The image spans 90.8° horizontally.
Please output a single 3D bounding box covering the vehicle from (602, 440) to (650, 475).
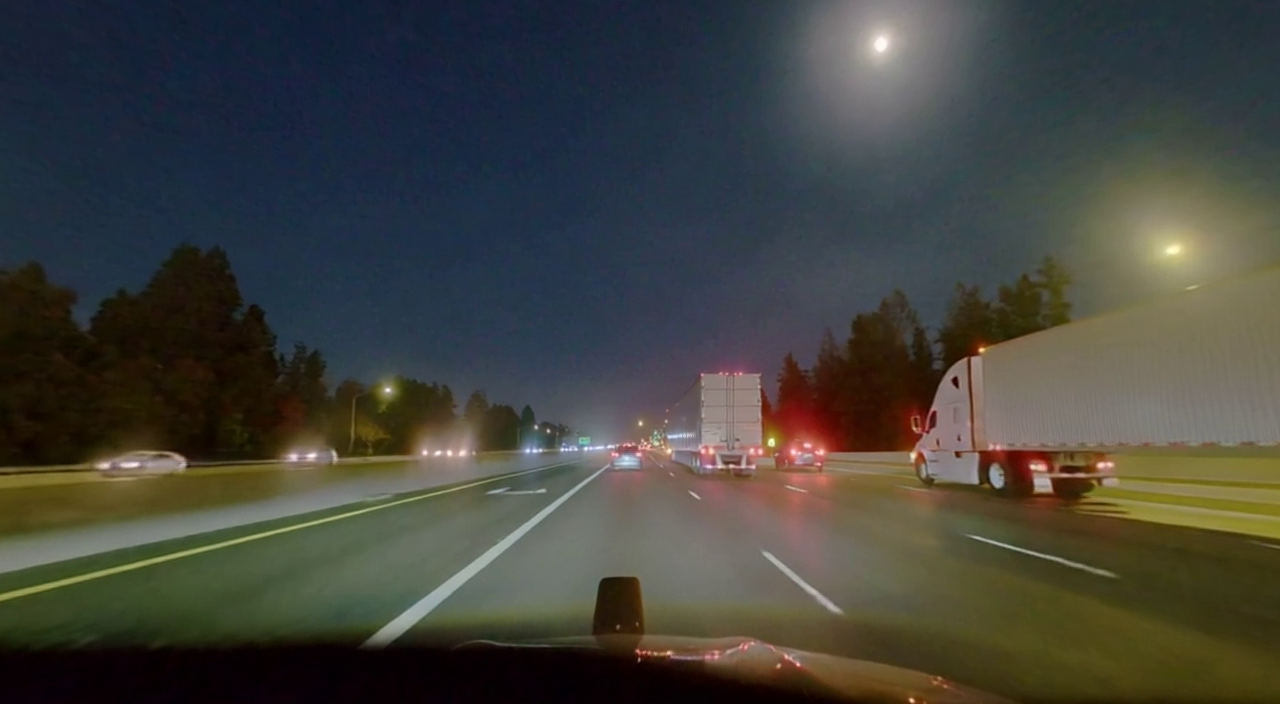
[{"bbox_3d":[-0.665,5.087,30.591,2.163,1.551,4.180,0,-9,-1],"label":"vehicle"}]

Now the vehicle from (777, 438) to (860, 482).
[{"bbox_3d":[7.336,4.499,26.482,2.154,1.658,4.347,0,-9,-1],"label":"vehicle"}]

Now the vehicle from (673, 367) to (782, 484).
[{"bbox_3d":[3.376,3.387,27.759,2.999,4.127,10.526,0,-9,-2],"label":"vehicle"}]

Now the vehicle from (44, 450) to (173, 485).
[{"bbox_3d":[-24.123,5.216,28.954,1.950,1.455,4.569,0,-9,0],"label":"vehicle"}]

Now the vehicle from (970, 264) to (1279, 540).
[{"bbox_3d":[11.225,0.784,9.786,2.898,4.171,17.188,0,-9,0],"label":"vehicle"}]

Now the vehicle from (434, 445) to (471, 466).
[{"bbox_3d":[-13.269,7.300,44.851,1.543,1.408,3.505,0,-9,0],"label":"vehicle"}]

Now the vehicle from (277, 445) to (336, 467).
[{"bbox_3d":[-24.093,7.495,45.820,1.905,1.516,4.340,0,-9,0],"label":"vehicle"}]
